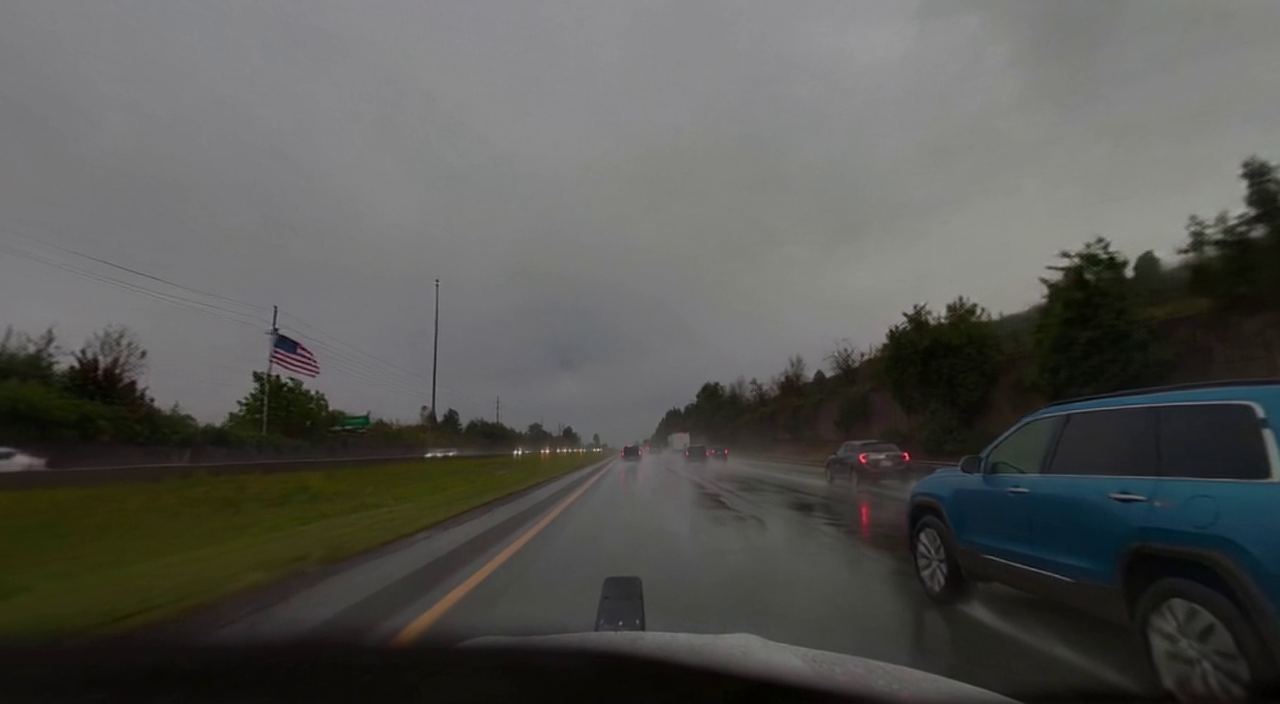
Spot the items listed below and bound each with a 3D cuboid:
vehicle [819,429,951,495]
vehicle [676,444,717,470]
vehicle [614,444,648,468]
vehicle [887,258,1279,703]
[{"bbox_3d":[7.392,3.369,19.745,2.114,1.800,4.779,0,-8,-1],"label":"vehicle"},{"bbox_3d":[3.361,6.323,38.270,1.978,1.488,4.252,0,-8,-2],"label":"vehicle"},{"bbox_3d":[-0.590,6.839,41.700,2.085,1.449,3.860,0,-8,-1],"label":"vehicle"},{"bbox_3d":[3.700,0.744,3.080,2.461,2.013,6.075,0,-8,-1],"label":"vehicle"}]
